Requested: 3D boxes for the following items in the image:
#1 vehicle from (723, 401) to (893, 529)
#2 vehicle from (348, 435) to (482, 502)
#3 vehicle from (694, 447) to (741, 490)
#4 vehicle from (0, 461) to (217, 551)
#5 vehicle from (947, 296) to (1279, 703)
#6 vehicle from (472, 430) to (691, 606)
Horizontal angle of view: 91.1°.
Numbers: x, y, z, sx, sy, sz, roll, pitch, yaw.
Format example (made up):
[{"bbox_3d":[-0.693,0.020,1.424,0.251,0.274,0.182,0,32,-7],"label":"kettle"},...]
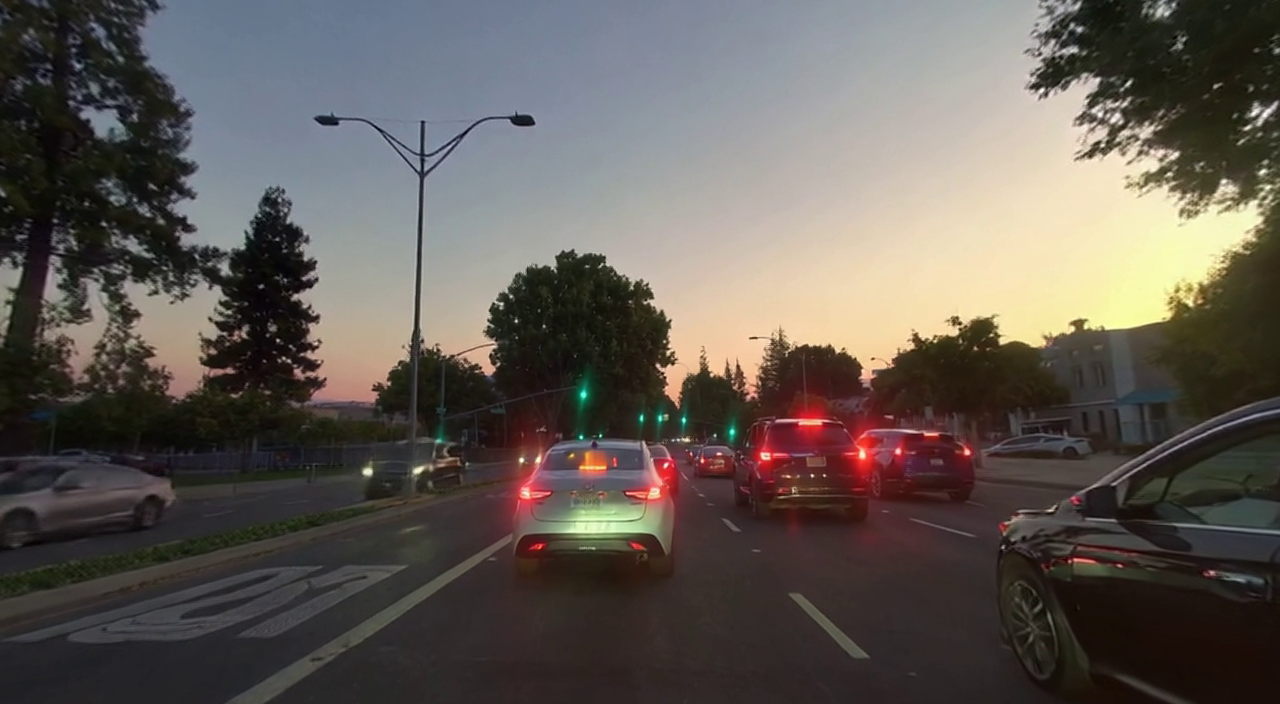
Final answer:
[{"bbox_3d":[3.658,2.643,15.213,2.516,2.481,5.766,0,-9,0],"label":"vehicle"},{"bbox_3d":[-8.632,4.526,25.009,2.815,2.263,6.416,0,-9,1],"label":"vehicle"},{"bbox_3d":[3.219,4.911,26.772,1.518,1.650,4.408,0,-9,1],"label":"vehicle"},{"bbox_3d":[-12.729,3.473,14.891,2.005,1.660,4.676,0,-9,1],"label":"vehicle"},{"bbox_3d":[3.159,0.809,2.165,1.982,1.960,4.427,0,-9,1],"label":"vehicle"},{"bbox_3d":[-0.536,1.912,8.147,2.111,1.676,4.018,0,-9,1],"label":"vehicle"}]
